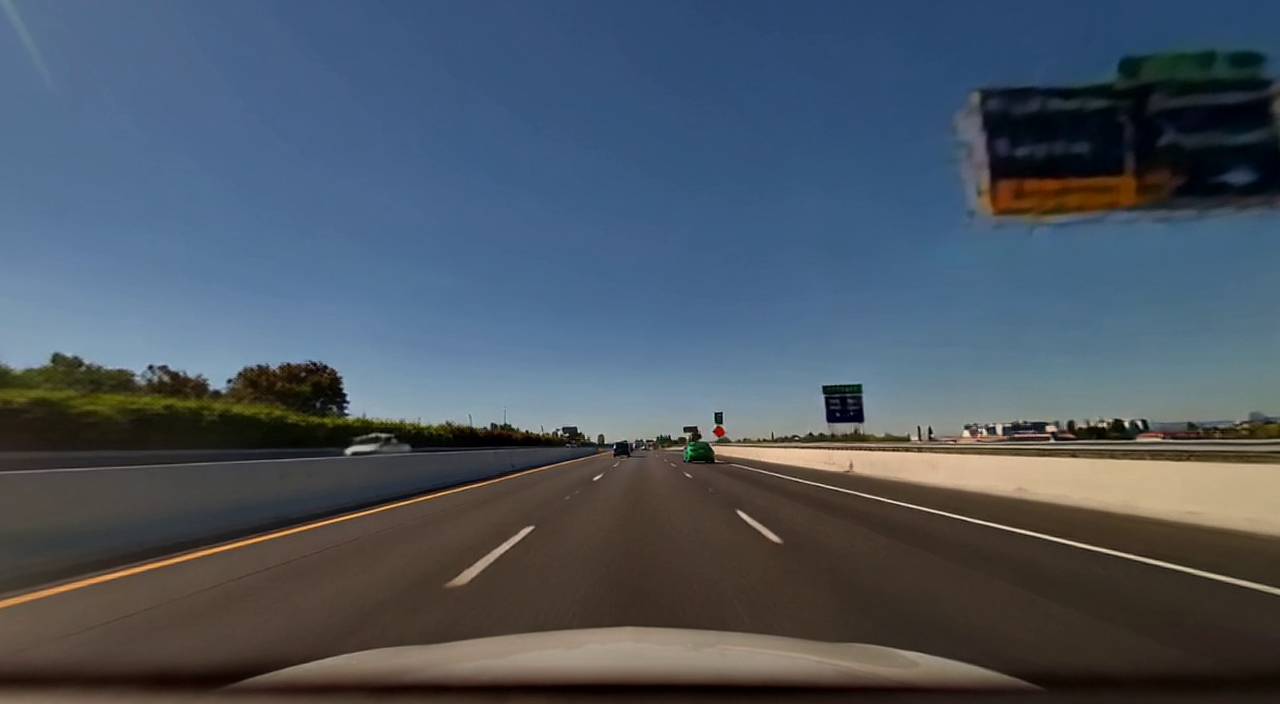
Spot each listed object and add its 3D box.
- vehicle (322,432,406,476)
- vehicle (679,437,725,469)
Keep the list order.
[{"bbox_3d":[-16.904,6.291,38.863,2.402,2.484,5.996,0,-8,1],"label":"vehicle"},{"bbox_3d":[3.459,5.697,35.687,2.202,1.682,4.188,0,-8,0],"label":"vehicle"}]
